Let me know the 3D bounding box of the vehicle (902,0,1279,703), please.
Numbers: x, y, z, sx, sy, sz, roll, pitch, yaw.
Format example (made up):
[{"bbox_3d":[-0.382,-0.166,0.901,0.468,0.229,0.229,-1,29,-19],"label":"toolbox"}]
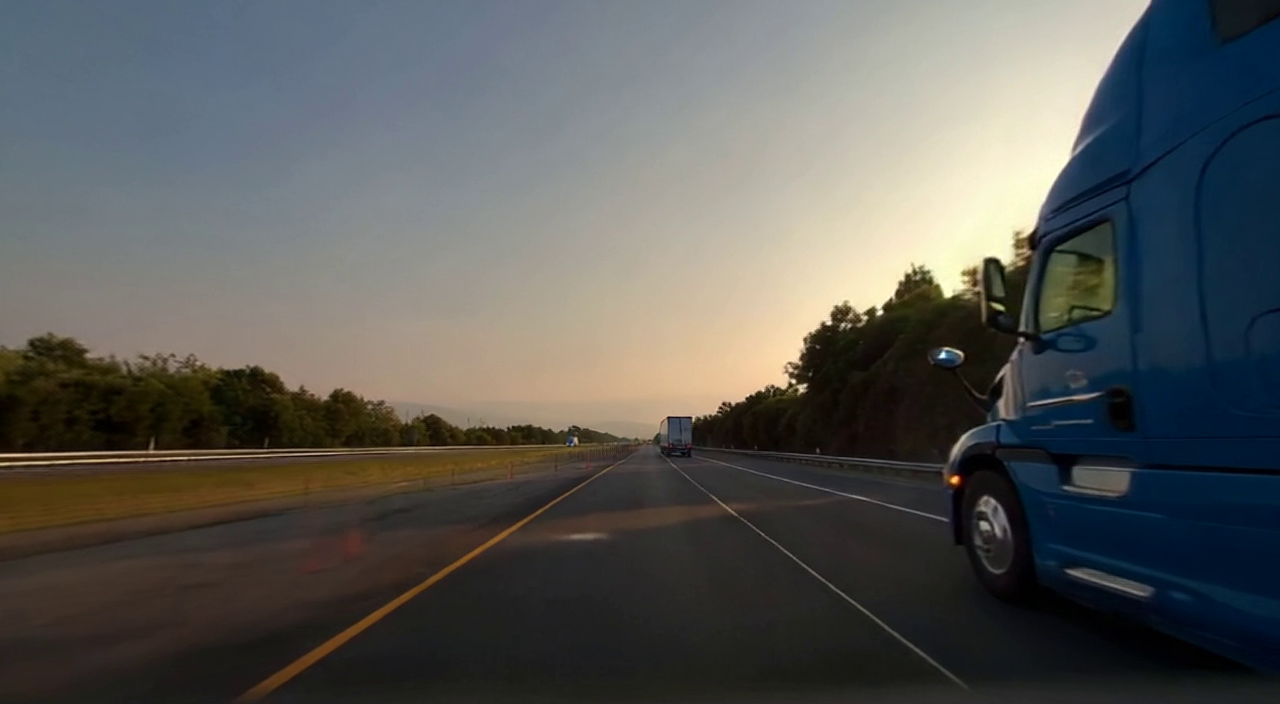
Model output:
[{"bbox_3d":[4.009,-0.499,0.932,3.080,4.016,9.760,-1,-8,1],"label":"vehicle"}]
